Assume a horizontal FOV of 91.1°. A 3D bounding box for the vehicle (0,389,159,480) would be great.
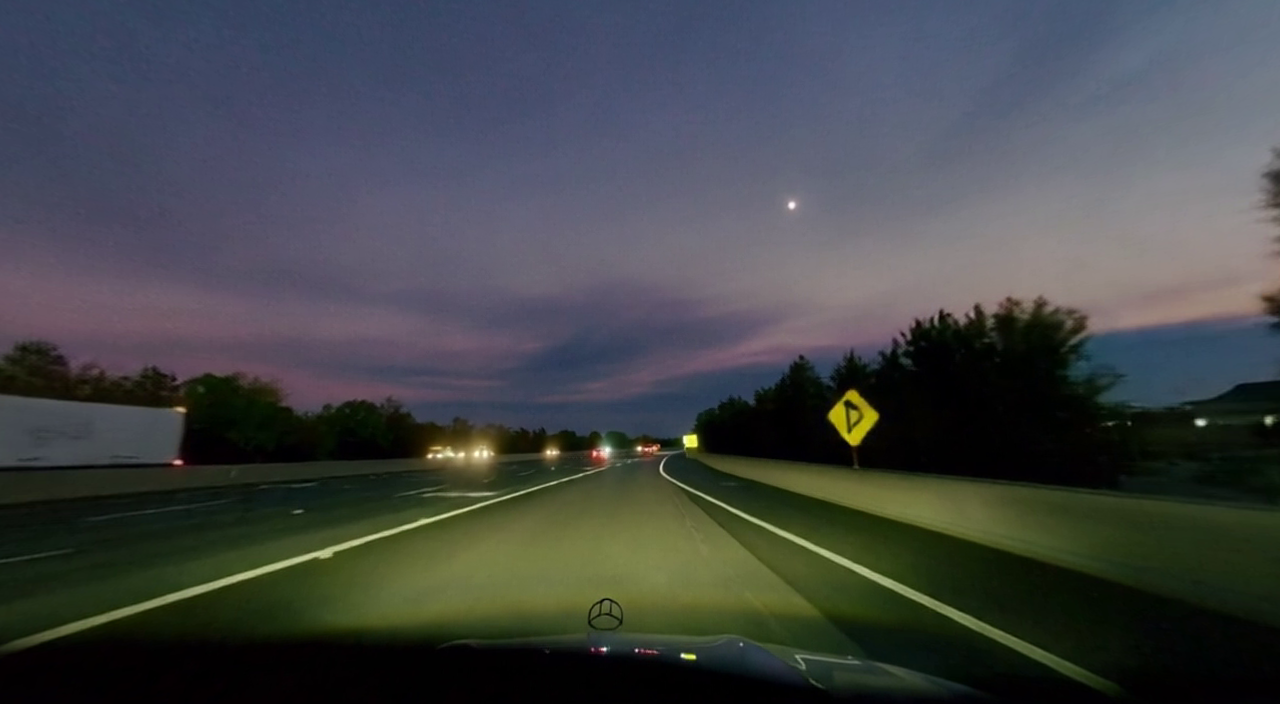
[{"bbox_3d":[-28.489,3.763,28.244,2.799,3.794,13.269,-1,-9,2],"label":"vehicle"}]
